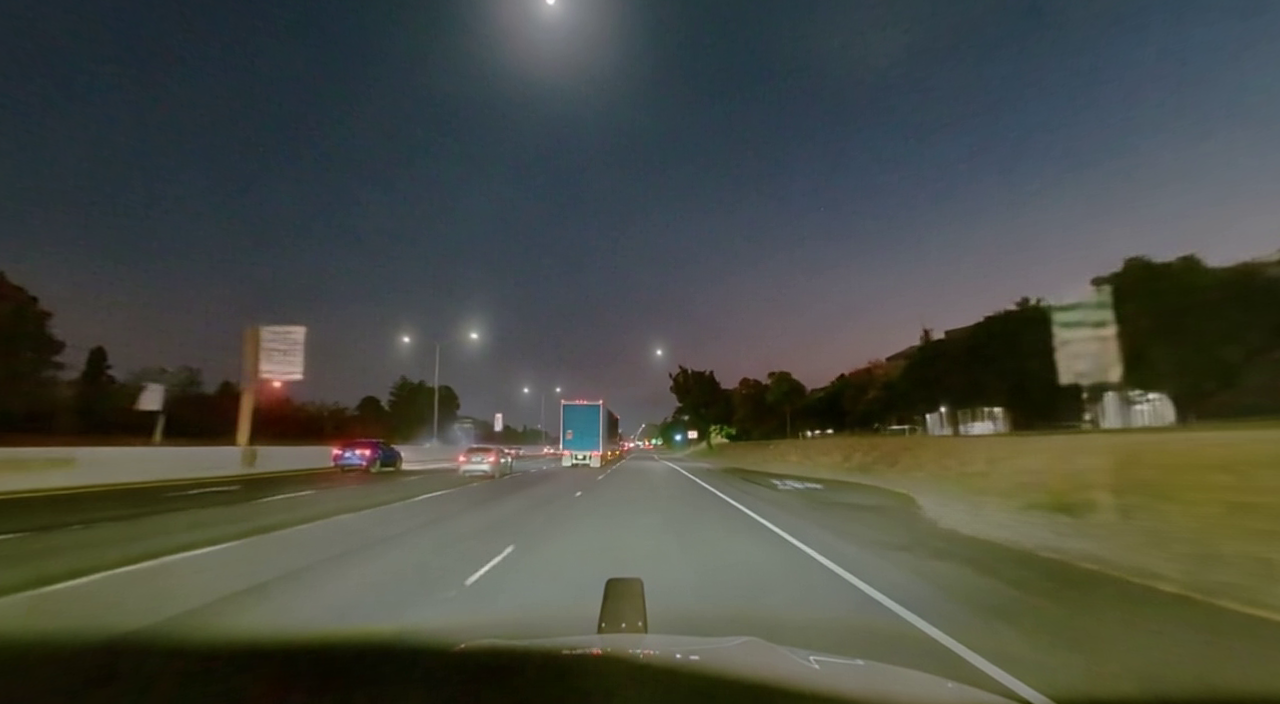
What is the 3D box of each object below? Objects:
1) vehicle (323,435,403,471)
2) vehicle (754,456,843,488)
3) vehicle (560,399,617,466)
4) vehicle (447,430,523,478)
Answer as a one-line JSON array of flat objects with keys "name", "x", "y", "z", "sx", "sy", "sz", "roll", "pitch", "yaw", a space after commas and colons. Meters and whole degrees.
[{"name": "vehicle", "x": -14.134, "y": 5.145, "z": 32.453, "sx": 1.997, "sy": 1.695, "sz": 4.492, "roll": 0, "pitch": -8, "yaw": 1}, {"name": "vehicle", "x": 5.526, "y": 4.237, "z": 22.462, "sx": 2.295, "sy": 0.969, "sz": 3.132, "roll": 0, "pitch": -8, "yaw": -1}, {"name": "vehicle", "x": -3.332, "y": 5.820, "z": 44.689, "sx": 2.905, "sy": 4.037, "sz": 12.921, "roll": 0, "pitch": -8, "yaw": 0}, {"name": "vehicle", "x": -6.337, "y": 4.232, "z": 26.408, "sx": 2.058, "sy": 1.840, "sz": 4.443, "roll": 0, "pitch": -8, "yaw": 0}]
